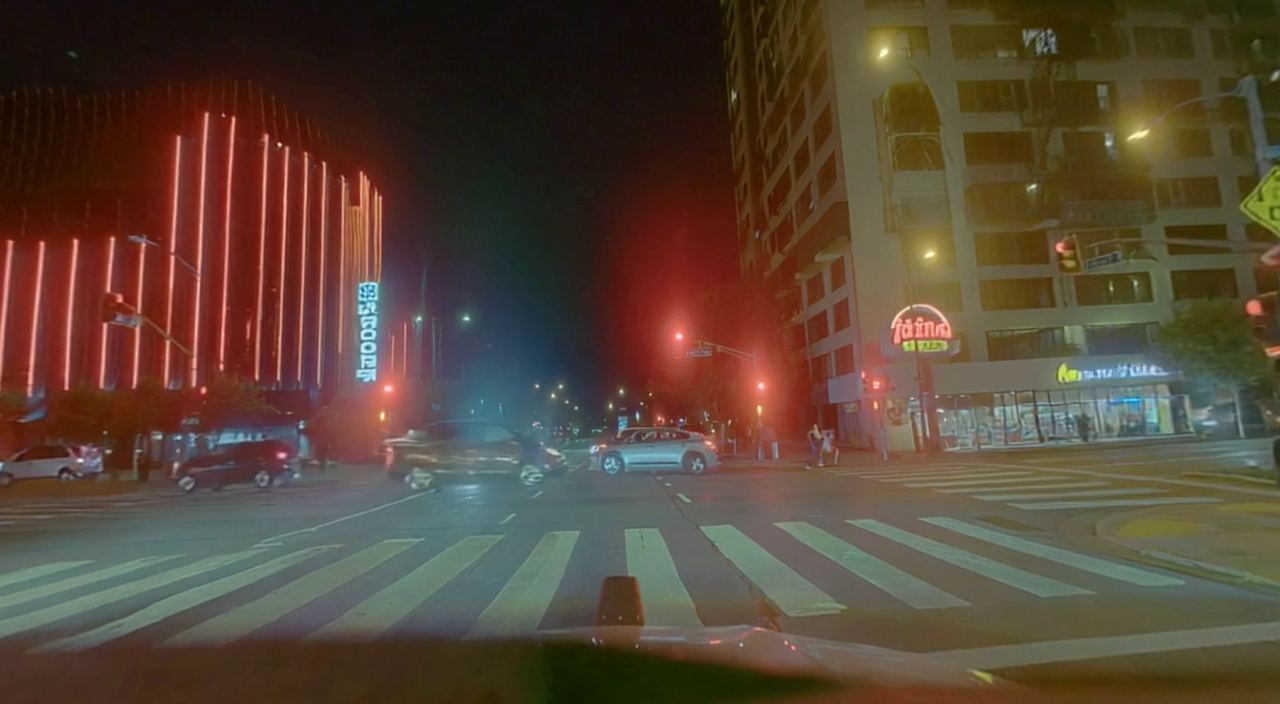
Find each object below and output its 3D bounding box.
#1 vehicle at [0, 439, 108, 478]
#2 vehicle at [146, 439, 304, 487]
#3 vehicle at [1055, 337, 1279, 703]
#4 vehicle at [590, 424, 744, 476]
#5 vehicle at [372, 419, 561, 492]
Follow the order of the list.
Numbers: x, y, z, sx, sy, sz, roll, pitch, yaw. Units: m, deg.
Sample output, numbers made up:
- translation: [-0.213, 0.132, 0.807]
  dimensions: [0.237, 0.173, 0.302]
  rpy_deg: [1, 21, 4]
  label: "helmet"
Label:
- translation: [-31.540, 5.603, 33.543]
  dimensions: [2.205, 1.903, 5.877]
  rpy_deg: [1, -9, -9]
  label: "vehicle"
- translation: [-15.473, 4.152, 23.811]
  dimensions: [4.513, 1.682, 1.810]
  rpy_deg: [1, -9, -8]
  label: "vehicle"
- translation: [3.018, 0.610, 0.878]
  dimensions: [1.866, 1.654, 4.354]
  rpy_deg: [0, -8, 0]
  label: "vehicle"
- translation: [0.792, 3.117, 20.248]
  dimensions: [4.612, 1.521, 1.811]
  rpy_deg: [1, -9, -9]
  label: "vehicle"
- translation: [-4.298, 2.641, 16.333]
  dimensions: [4.446, 1.714, 1.830]
  rpy_deg: [1, -8, -7]
  label: "vehicle"
